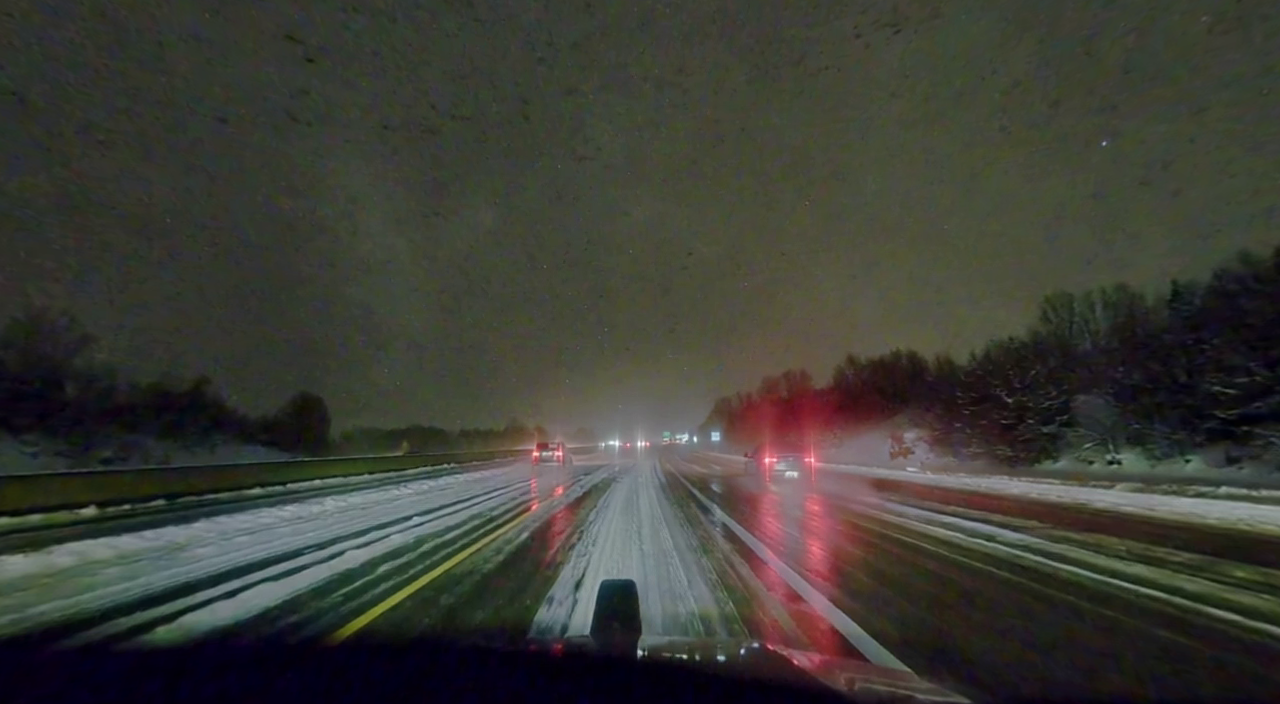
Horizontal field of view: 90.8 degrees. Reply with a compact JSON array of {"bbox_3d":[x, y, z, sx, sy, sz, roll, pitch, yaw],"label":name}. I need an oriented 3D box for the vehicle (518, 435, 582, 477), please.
[{"bbox_3d":[-3.754,4.444,27.205,2.048,1.618,4.424,0,-8,1],"label":"vehicle"}]

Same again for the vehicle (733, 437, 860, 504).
[{"bbox_3d":[3.836,2.972,16.342,2.060,1.485,4.274,0,-8,-2],"label":"vehicle"}]
